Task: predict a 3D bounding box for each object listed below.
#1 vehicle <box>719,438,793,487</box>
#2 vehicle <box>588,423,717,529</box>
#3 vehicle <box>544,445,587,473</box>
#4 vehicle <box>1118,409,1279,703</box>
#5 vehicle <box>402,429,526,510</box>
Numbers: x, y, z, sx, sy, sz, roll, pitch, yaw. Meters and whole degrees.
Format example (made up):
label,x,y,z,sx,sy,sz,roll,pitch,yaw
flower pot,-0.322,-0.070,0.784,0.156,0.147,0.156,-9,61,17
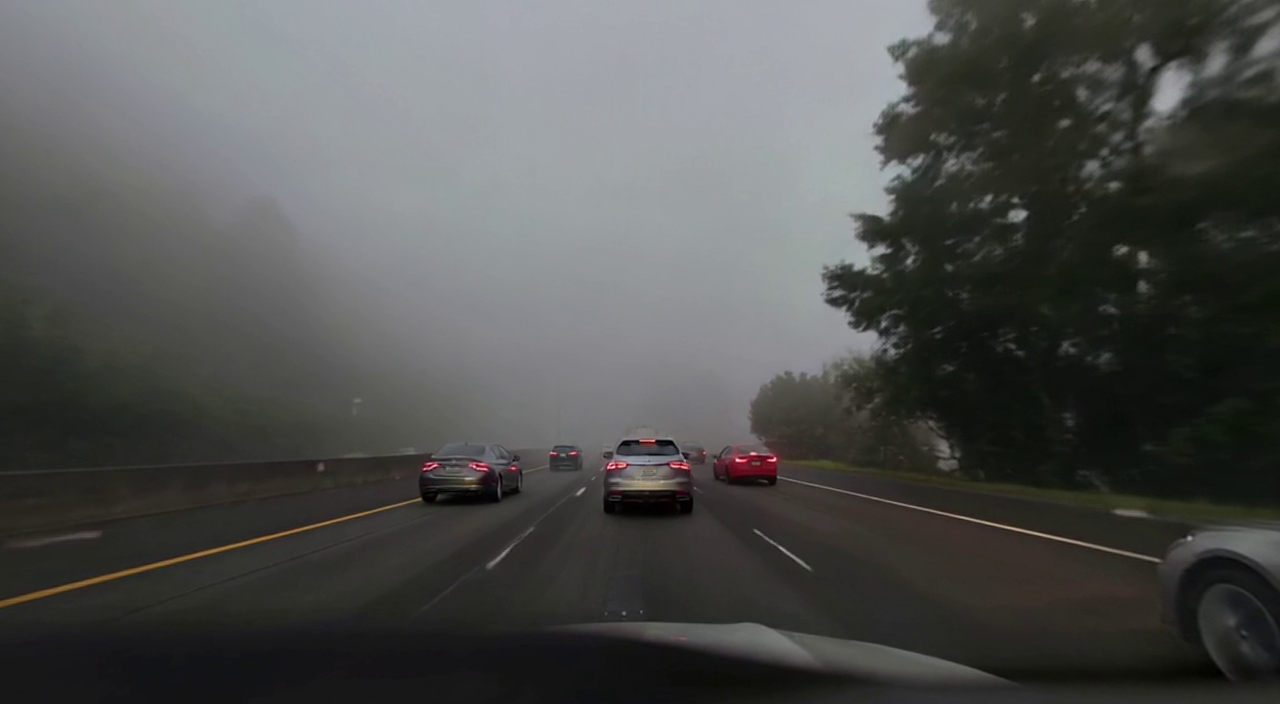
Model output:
label,x,y,z,sx,sy,sz,roll,pitch,yaw
vehicle,4.064,3.939,22.698,1.905,1.590,3.746,0,-9,-1
vehicle,0.193,2.315,12.185,2.093,1.695,3.782,0,-9,0
vehicle,-4.112,5.997,35.476,1.910,1.468,3.781,0,-9,1
vehicle,3.689,0.744,1.242,1.953,1.434,4.511,0,-9,0
vehicle,-4.131,2.832,15.498,1.890,1.708,3.844,0,-9,0
